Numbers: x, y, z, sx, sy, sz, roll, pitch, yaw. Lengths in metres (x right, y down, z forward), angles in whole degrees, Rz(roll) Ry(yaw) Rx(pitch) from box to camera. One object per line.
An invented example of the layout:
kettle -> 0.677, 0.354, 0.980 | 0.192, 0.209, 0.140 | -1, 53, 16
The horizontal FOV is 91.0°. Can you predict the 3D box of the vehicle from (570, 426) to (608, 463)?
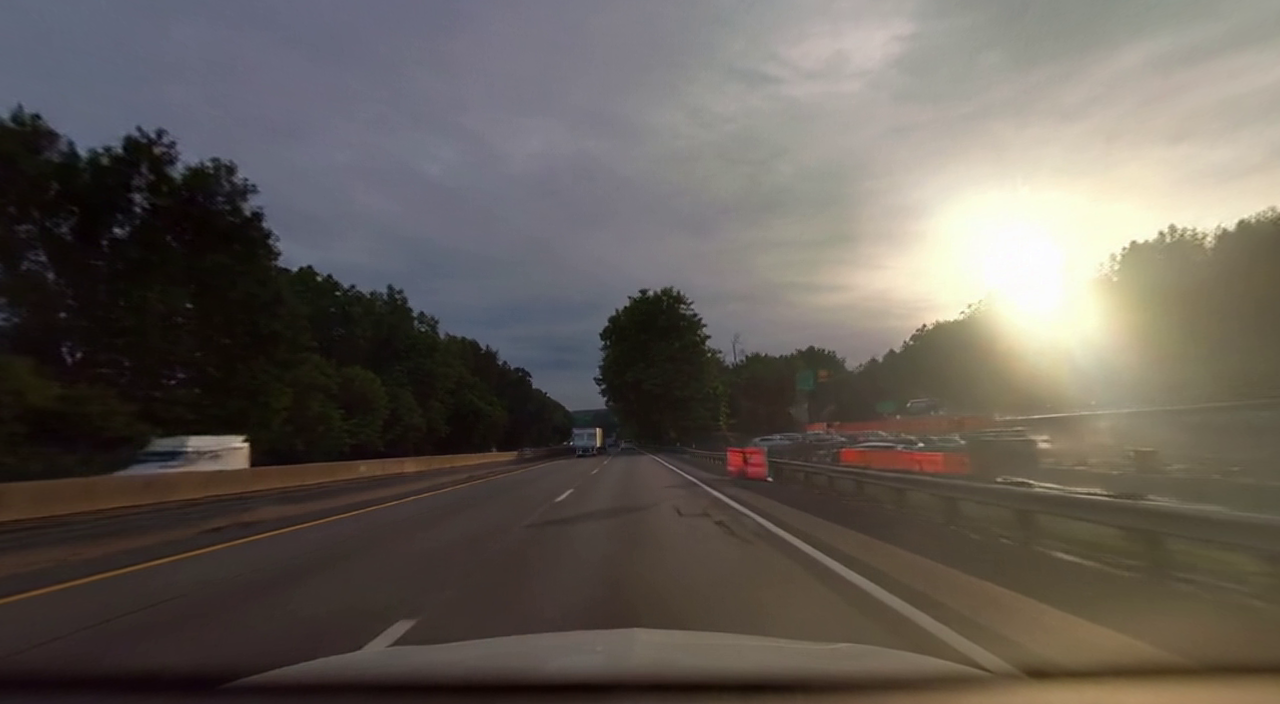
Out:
vehicle -> -3.810, 7.030, 47.860 | 2.484, 2.625, 5.907 | 0, -8, -1
